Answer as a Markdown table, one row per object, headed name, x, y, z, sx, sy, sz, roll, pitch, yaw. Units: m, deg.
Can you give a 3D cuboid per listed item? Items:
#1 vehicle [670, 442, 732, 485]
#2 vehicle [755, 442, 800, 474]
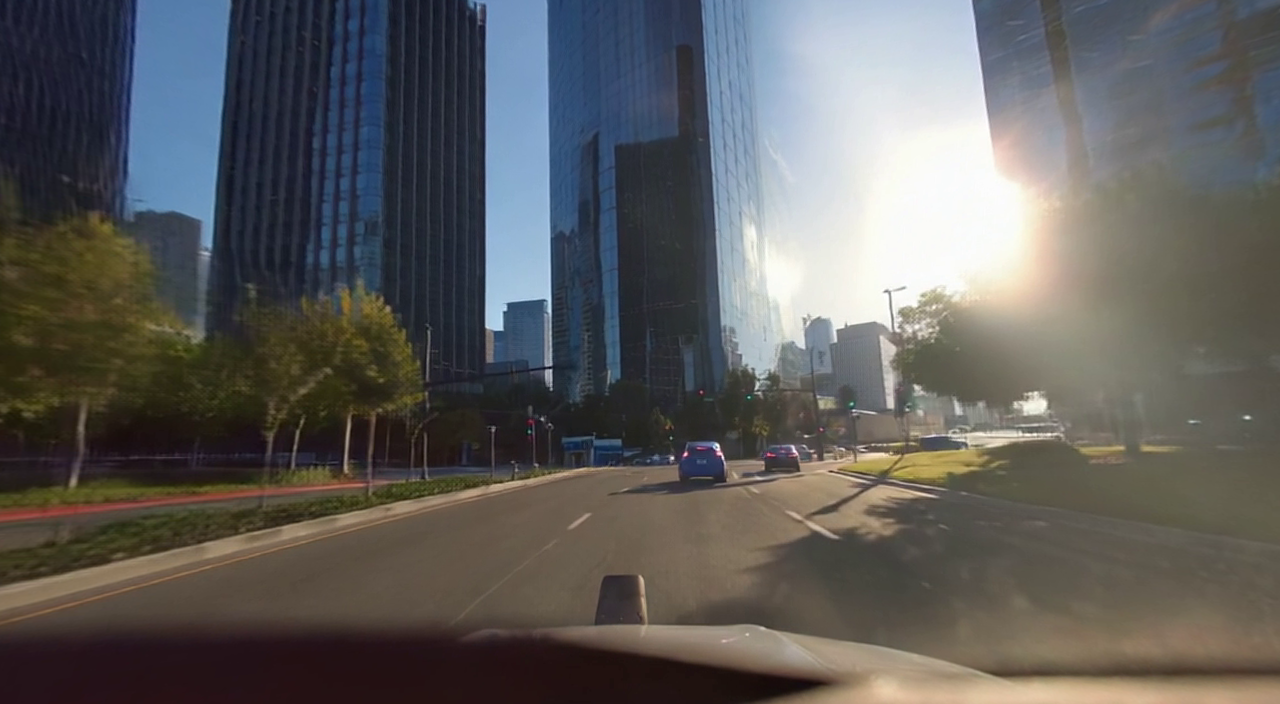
| name | x | y | z | sx | sy | sz | roll | pitch | yaw |
| --- | --- | --- | --- | --- | --- | --- | --- | --- | --- |
| vehicle | 2.331 | 4.197 | 23.979 | 2.127 | 1.497 | 4.020 | -1 | -9 | 6 |
| vehicle | 6.934 | 5.386 | 32.073 | 1.916 | 1.492 | 3.911 | -1 | -9 | 8 |
